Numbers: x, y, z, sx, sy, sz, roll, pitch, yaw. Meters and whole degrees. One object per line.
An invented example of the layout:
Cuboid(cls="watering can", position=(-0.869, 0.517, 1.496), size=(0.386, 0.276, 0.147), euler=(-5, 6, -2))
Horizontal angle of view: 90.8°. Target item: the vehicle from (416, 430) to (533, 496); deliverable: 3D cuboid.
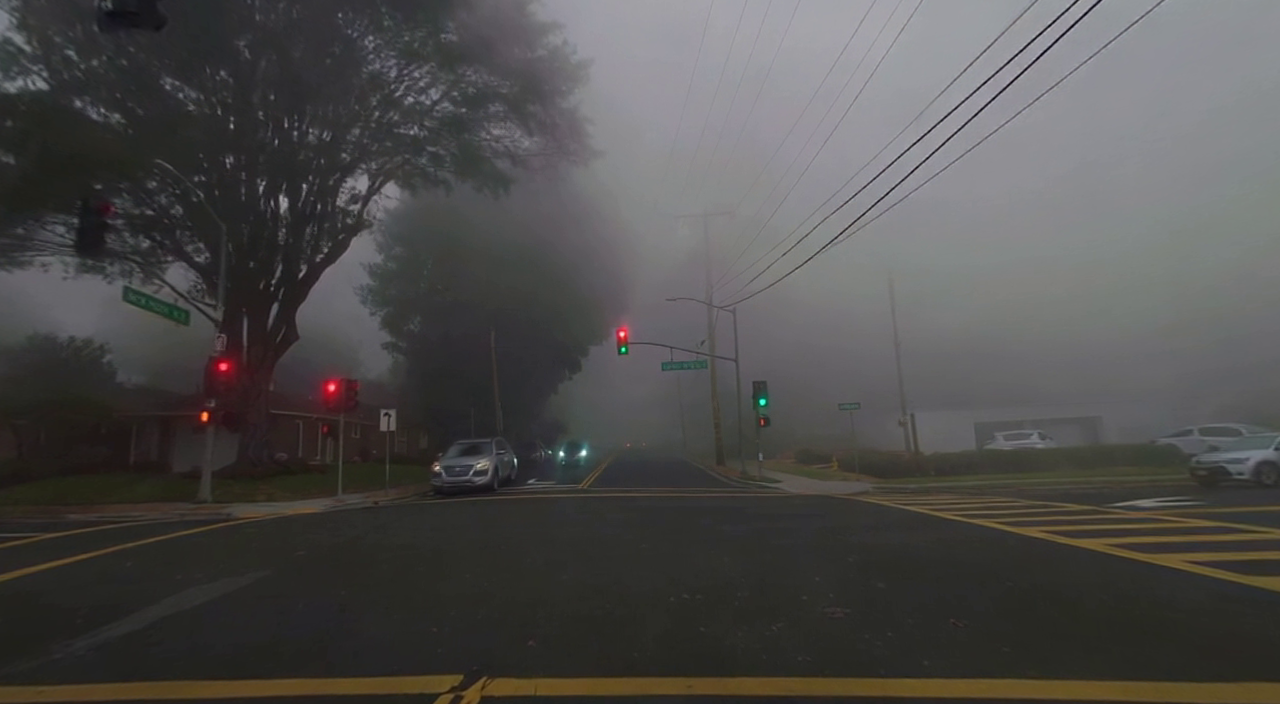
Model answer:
Cuboid(cls="vehicle", position=(-6.586, 4.536, 26.459), size=(2.896, 2.339, 7.322), euler=(0, -9, 0))

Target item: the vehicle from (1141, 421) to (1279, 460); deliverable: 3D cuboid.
Cuboid(cls="vehicle", position=(33.282, 5.197, 36.963), size=(5.969, 2.149, 2.331), euler=(0, -9, -3))

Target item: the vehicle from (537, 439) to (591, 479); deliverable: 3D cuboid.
Cuboid(cls="vehicle", position=(-3.667, 5.260, 31.272), size=(2.120, 1.783, 4.788), euler=(0, -9, -1))

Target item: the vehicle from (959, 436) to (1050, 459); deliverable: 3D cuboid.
Cuboid(cls="vehicle", position=(25.067, 6.600, 43.564), size=(5.172, 1.515, 1.851), euler=(0, -8, -2))
